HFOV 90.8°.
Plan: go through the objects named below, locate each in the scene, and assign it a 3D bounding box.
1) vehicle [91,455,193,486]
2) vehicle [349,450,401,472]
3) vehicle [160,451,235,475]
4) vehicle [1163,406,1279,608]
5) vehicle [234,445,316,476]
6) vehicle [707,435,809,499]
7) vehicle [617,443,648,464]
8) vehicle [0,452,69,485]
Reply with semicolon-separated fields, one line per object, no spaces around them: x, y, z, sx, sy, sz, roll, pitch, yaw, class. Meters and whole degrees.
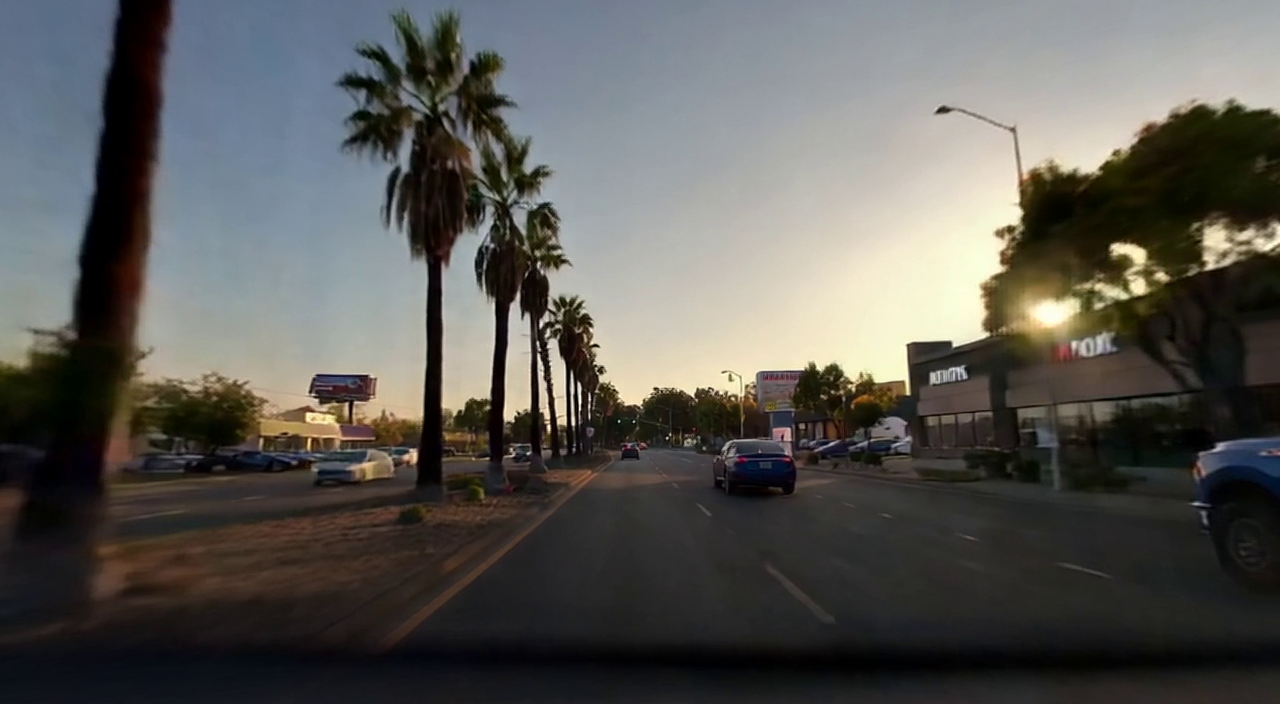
-27.567;6.532;35.182;1.816;1.498;4.698;0;-8;0;vehicle
-19.507;8.025;46.764;1.983;1.492;4.904;-1;-8;-3;vehicle
-31.844;7.948;45.498;4.210;1.549;1.855;7;-11;-39;vehicle
6.237;0.995;3.404;2.140;1.606;5.437;0;-8;-1;vehicle
-24.353;7.219;42.467;2.112;1.821;5.960;-2;-8;-2;vehicle
3.144;3.156;17.776;1.889;1.541;4.303;0;-8;-2;vehicle
-0.593;7.642;47.576;2.258;1.468;4.076;0;-8;-2;vehicle
-32.775;6.079;32.924;4.220;1.614;1.876;8;-12;-43;vehicle
